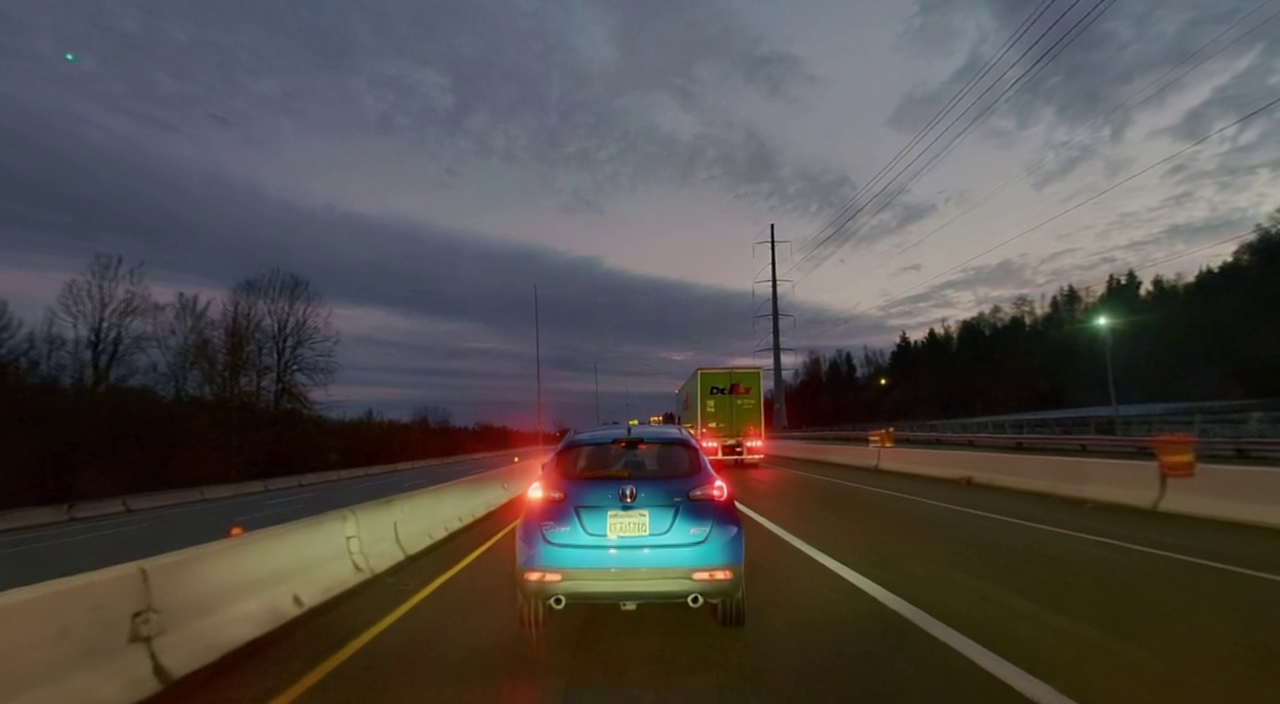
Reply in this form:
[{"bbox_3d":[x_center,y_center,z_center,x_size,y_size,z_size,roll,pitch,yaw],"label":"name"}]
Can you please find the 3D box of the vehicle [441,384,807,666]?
[{"bbox_3d":[-0.133,1.235,5.582,2.062,1.581,3.914,0,-8,-1],"label":"vehicle"}]
